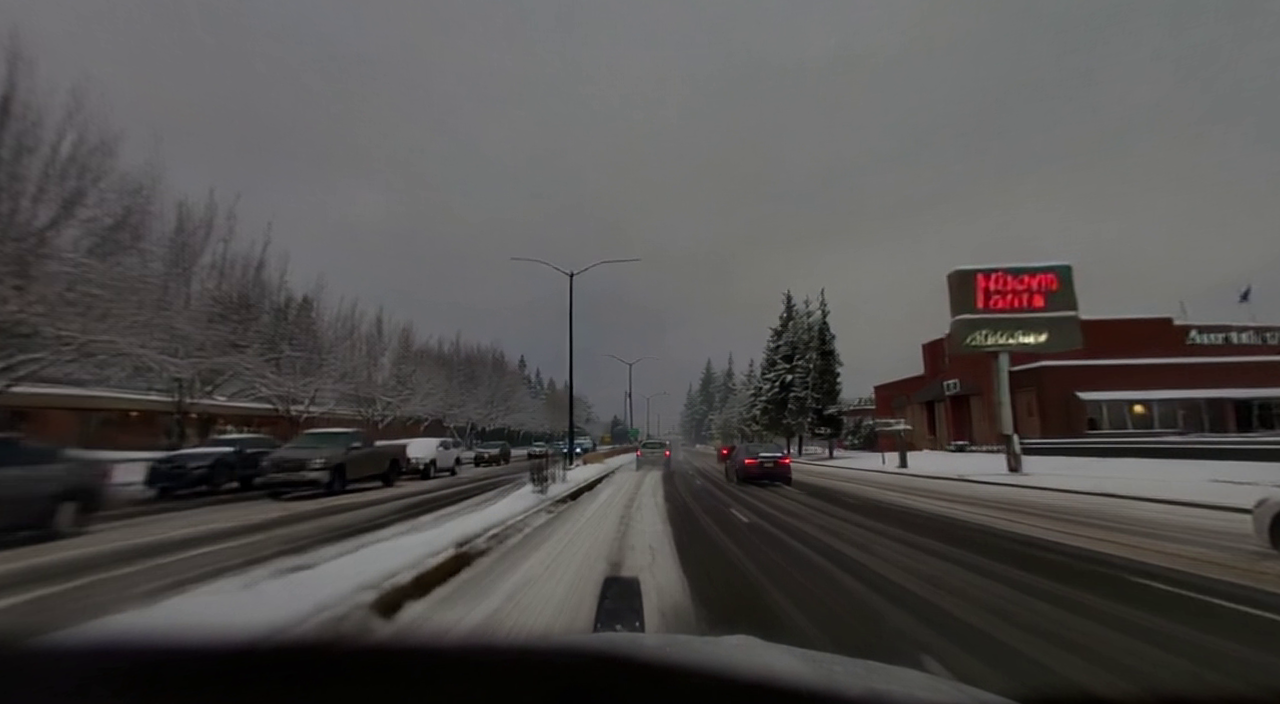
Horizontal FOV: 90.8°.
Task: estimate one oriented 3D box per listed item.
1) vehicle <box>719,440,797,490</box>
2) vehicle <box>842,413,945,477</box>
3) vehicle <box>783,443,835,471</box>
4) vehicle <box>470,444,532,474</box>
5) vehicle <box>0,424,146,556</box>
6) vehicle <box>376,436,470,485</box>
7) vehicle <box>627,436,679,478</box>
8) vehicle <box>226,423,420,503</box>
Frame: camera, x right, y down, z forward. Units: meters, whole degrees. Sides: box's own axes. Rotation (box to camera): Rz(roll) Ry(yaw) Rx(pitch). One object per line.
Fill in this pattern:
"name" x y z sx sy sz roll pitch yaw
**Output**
"vehicle" 3.830 3.713 21.152 1.852 1.498 3.825 0 -9 0
"vehicle" 12.619 4.719 32.068 2.790 2.897 6.326 -1 -9 3
"vehicle" 9.675 6.020 36.496 1.860 1.475 4.488 0 -9 2
"vehicle" -7.291 5.645 33.663 1.992 1.465 4.458 -1 -9 4
"vehicle" -8.767 1.683 7.410 1.920 1.590 5.041 -2 -8 0
"vehicle" -8.342 4.213 24.776 1.934 1.713 4.441 0 -9 2
"vehicle" 0.619 4.628 28.036 2.101 1.694 3.979 0 -9 3
"vehicle" -8.265 2.972 17.372 2.218 1.819 5.732 0 -9 2
